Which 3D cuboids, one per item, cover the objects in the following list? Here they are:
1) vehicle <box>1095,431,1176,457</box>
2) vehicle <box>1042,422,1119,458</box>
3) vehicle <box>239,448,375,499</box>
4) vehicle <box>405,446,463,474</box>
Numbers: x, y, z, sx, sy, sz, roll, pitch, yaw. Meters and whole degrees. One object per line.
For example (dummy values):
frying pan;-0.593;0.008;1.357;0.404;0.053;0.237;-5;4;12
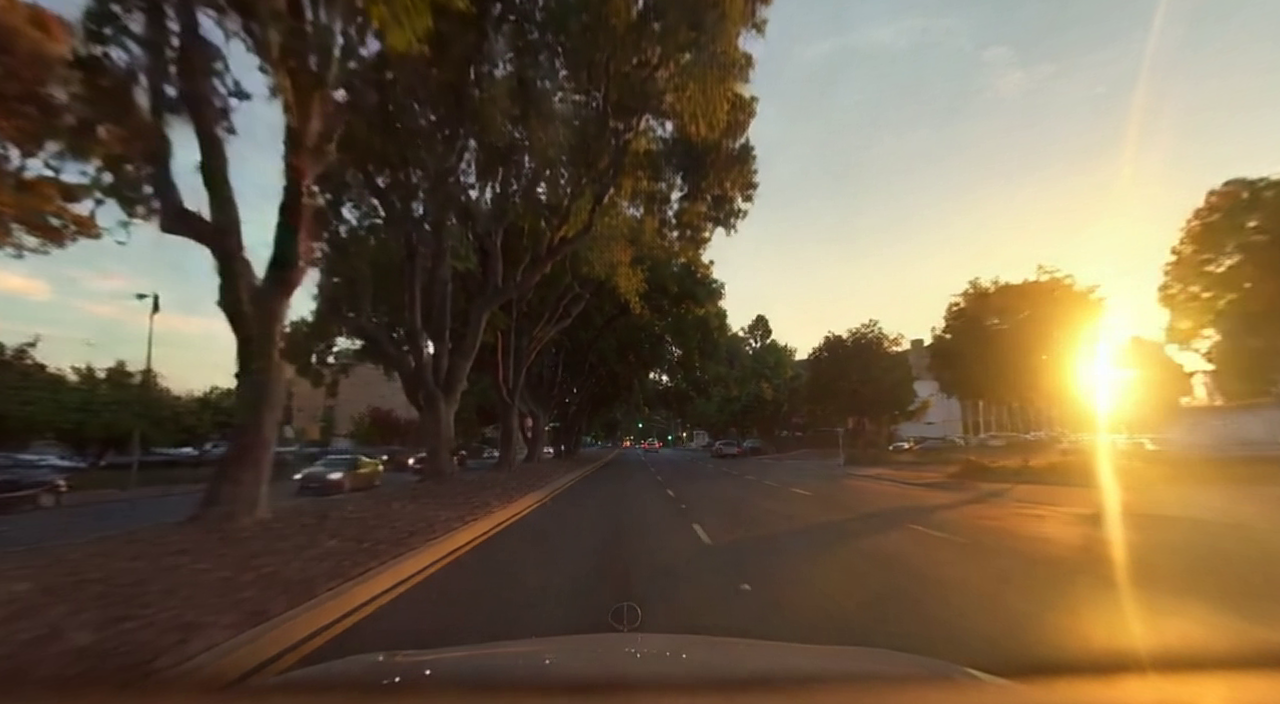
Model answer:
vehicle;36.943;6.844;47.116;4.752;1.730;1.932;-1;-8;-11
vehicle;32.194;6.415;46.280;3.804;2.526;2.489;1;-8;-11
vehicle;-11.074;4.033;21.464;2.031;1.481;4.577;-1;-8;2
vehicle;-13.103;6.873;40.521;1.990;1.686;4.611;-1;-8;2
